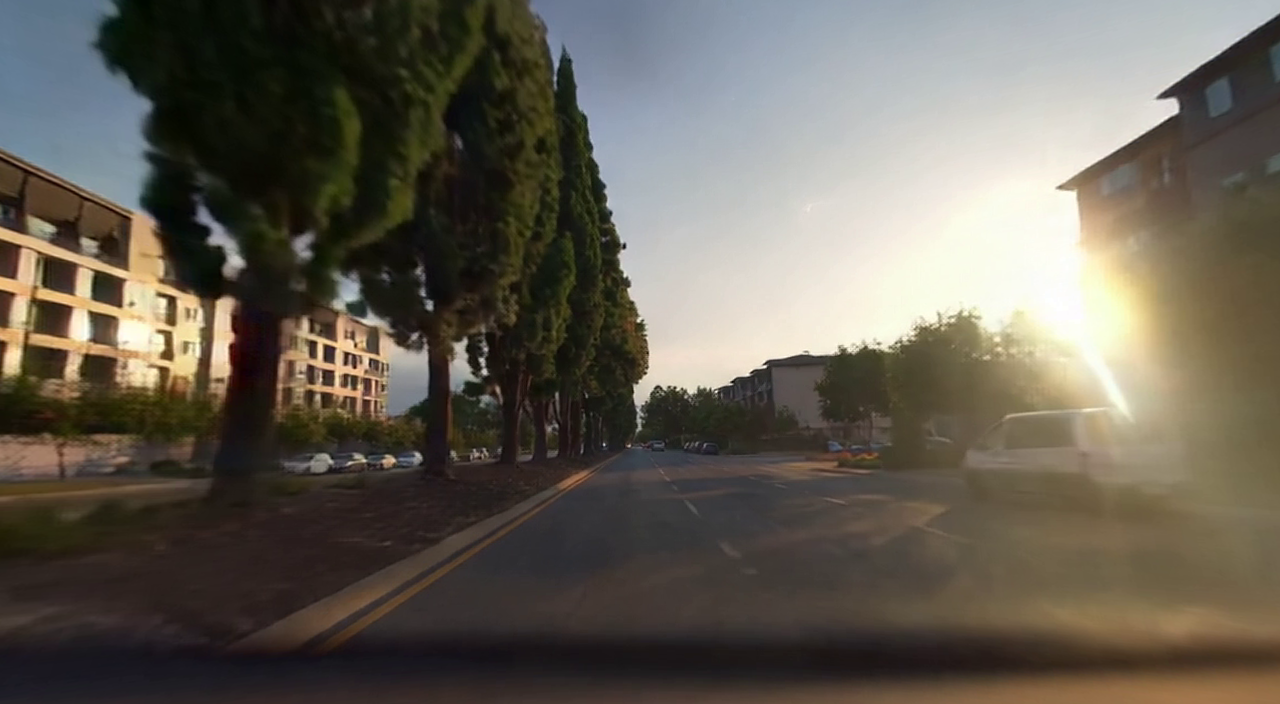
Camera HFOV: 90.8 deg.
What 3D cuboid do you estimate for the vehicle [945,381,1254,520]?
[{"bbox_3d":[9.872,2.242,14.613,2.456,2.534,5.930,0,-9,-2],"label":"vehicle"}]

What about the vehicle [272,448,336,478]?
[{"bbox_3d":[-22.117,7.309,41.734,1.863,1.845,4.073,0,-8,1],"label":"vehicle"}]

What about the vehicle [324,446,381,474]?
[{"bbox_3d":[-21.261,7.980,46.963,1.879,1.757,4.656,-3,-7,2],"label":"vehicle"}]
